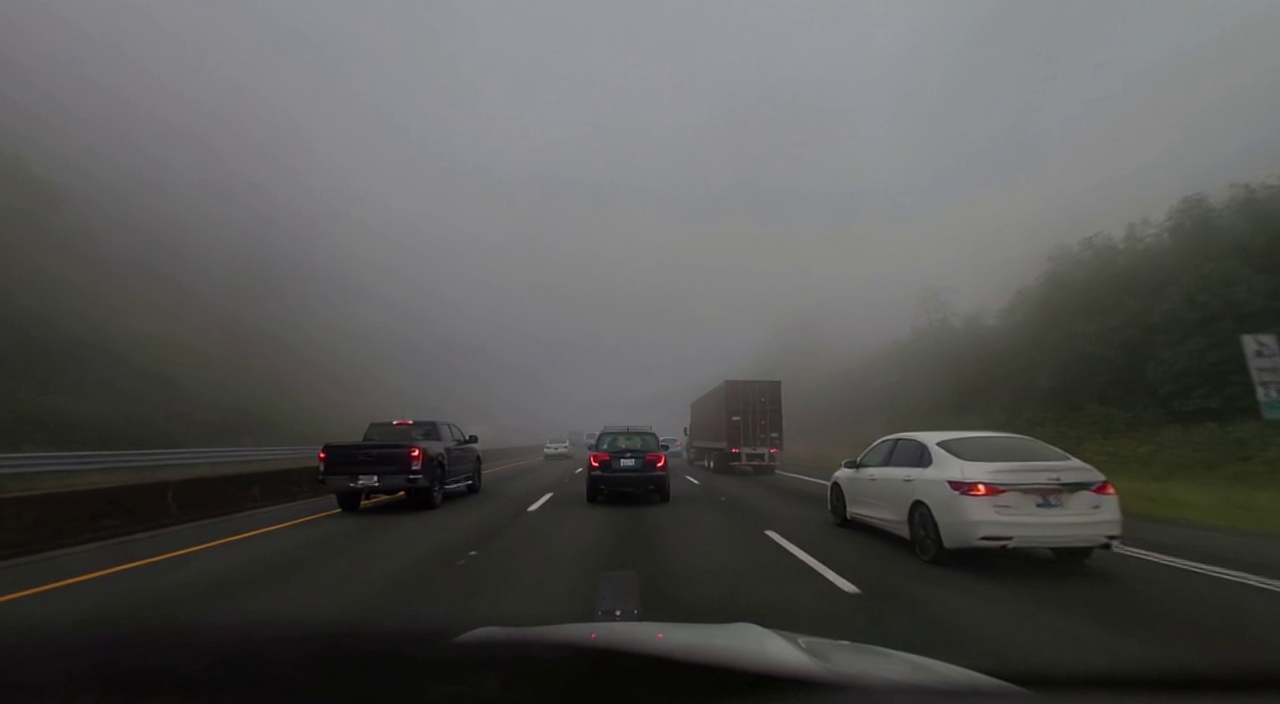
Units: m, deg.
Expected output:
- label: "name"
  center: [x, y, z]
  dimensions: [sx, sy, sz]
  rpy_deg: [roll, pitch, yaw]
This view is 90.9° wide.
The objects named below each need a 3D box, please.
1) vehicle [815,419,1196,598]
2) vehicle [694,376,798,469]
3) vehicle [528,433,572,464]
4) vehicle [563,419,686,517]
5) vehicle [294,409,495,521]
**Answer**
- label: "vehicle"
  center: [3.617, 1.574, 7.291]
  dimensions: [1.951, 1.477, 3.963]
  rpy_deg: [0, -8, -1]
- label: "vehicle"
  center: [5.295, 4.074, 35.016]
  dimensions: [2.888, 4.135, 14.071]
  rpy_deg: [0, -8, -2]
- label: "vehicle"
  center: [-5.112, 5.506, 36.243]
  dimensions: [1.971, 1.648, 3.983]
  rpy_deg: [0, -8, -1]
- label: "vehicle"
  center: [-0.307, 2.236, 12.655]
  dimensions: [2.083, 1.647, 3.799]
  rpy_deg: [0, -8, -1]
- label: "vehicle"
  center: [-4.488, 2.135, 12.523]
  dimensions: [2.101, 1.767, 4.702]
  rpy_deg: [0, -8, 0]
